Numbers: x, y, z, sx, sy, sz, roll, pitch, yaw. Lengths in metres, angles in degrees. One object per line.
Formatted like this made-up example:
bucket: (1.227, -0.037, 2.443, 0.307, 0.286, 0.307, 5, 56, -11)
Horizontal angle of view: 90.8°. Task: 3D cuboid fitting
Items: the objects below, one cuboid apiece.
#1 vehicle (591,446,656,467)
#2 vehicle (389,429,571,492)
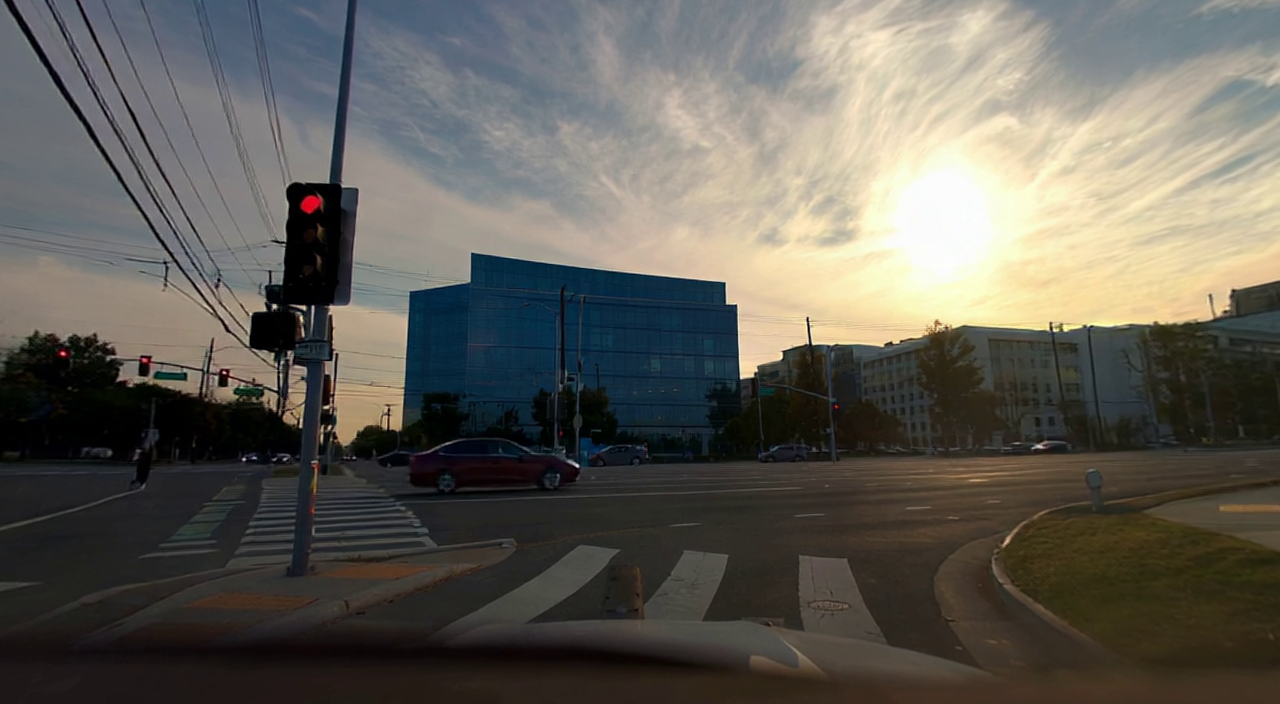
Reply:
vehicle: (-1.152, 7.548, 45.816, 4.391, 1.451, 1.717, 4, -9, -26)
vehicle: (-4.355, 3.035, 17.816, 4.530, 1.648, 2.075, 0, -8, 0)
